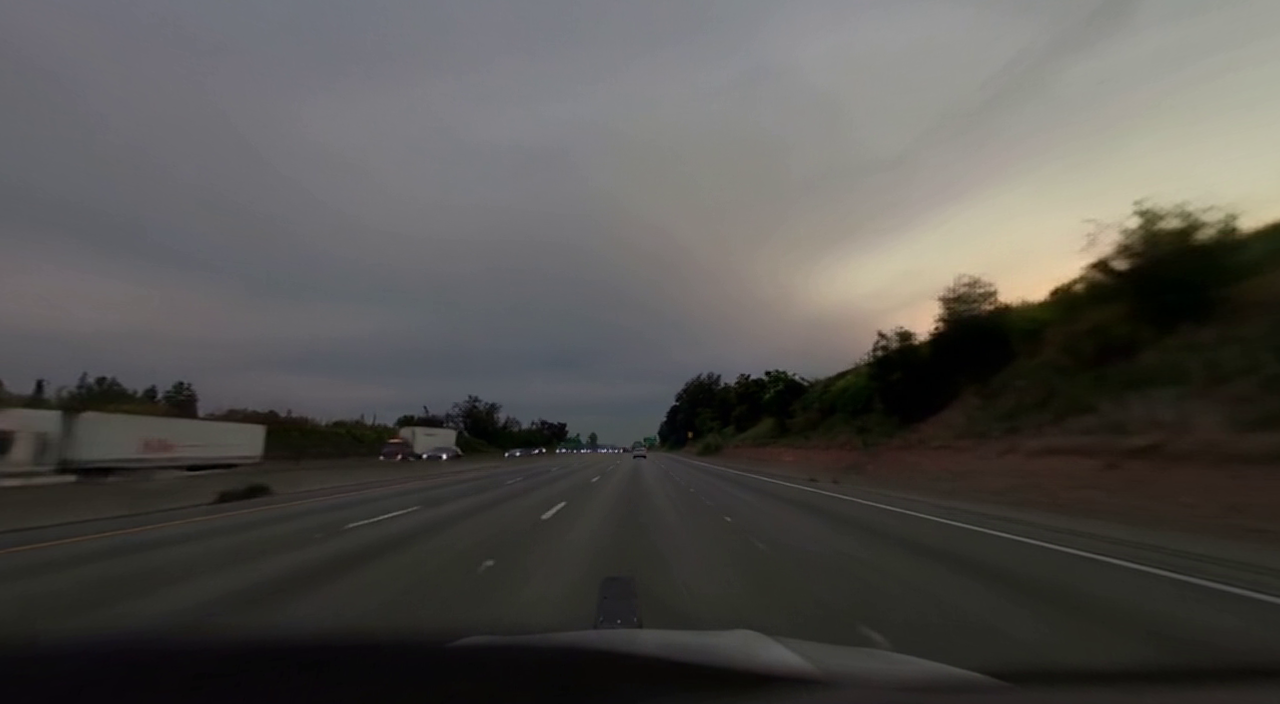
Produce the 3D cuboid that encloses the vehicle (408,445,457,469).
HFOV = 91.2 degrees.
[{"bbox_3d":[-15.637,7.906,47.444,2.033,1.695,4.724,-1,-9,1],"label":"vehicle"}]

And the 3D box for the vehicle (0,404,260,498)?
[{"bbox_3d":[-26.672,5.384,34.463,2.915,4.076,14.027,0,-9,-1],"label":"vehicle"}]
